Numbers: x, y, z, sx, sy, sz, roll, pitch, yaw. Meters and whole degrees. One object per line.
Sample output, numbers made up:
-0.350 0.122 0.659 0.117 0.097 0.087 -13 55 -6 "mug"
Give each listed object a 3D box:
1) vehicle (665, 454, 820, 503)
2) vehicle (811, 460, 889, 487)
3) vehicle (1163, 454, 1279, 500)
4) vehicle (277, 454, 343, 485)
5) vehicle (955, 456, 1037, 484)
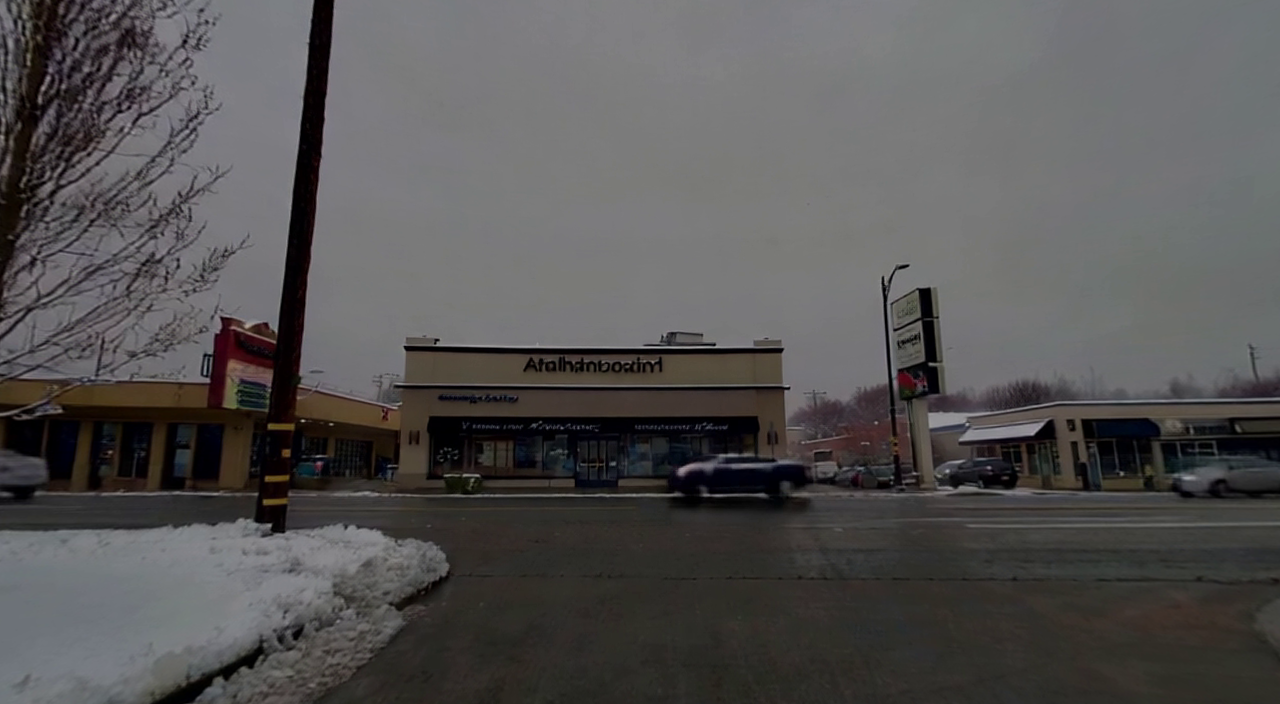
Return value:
3.289 4.109 20.756 4.661 1.478 1.878 1 -9 -7 "vehicle"
12.991 7.512 39.386 1.791 1.453 4.593 5 -10 -29 "vehicle"
22.744 4.717 24.037 4.073 1.609 1.813 1 -9 -4 "vehicle"
-20.019 7.083 38.243 4.596 1.680 1.936 -8 -11 42 "vehicle"
25.736 8.499 45.751 4.838 1.799 1.914 -7 -11 39 "vehicle"
